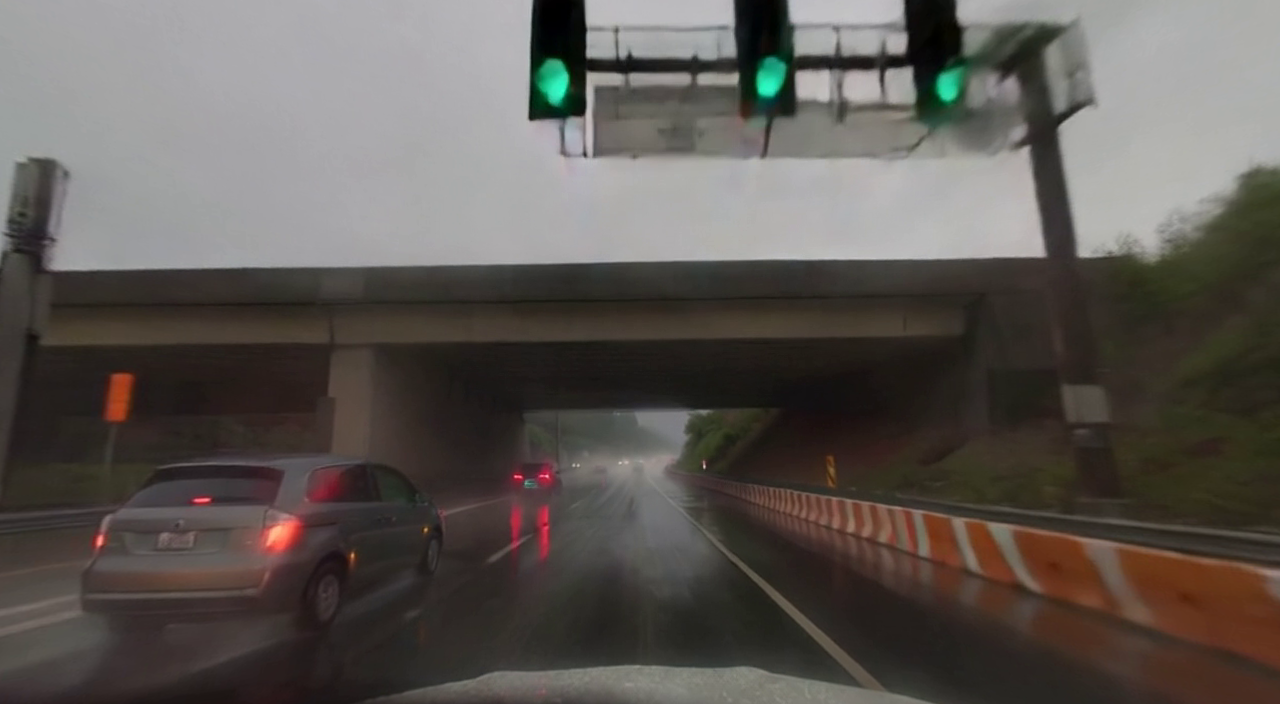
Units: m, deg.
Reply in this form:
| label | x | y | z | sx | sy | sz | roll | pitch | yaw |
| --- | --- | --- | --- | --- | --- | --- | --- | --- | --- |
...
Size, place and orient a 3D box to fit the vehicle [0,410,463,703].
| label | x | y | z | sx | sy | sz | roll | pitch | yaw |
| --- | --- | --- | --- | --- | --- | --- | --- | --- | --- |
| vehicle | -3.228 | 1.452 | 5.110 | 2.023 | 1.507 | 5.082 | 1 | -11 | 1 |

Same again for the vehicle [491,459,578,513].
| label | x | y | z | sx | sy | sz | roll | pitch | yaw |
| --- | --- | --- | --- | --- | --- | --- | --- | --- | --- |
| vehicle | -3.169 | 4.147 | 19.771 | 1.992 | 1.466 | 3.690 | 1 | -11 | 1 |
